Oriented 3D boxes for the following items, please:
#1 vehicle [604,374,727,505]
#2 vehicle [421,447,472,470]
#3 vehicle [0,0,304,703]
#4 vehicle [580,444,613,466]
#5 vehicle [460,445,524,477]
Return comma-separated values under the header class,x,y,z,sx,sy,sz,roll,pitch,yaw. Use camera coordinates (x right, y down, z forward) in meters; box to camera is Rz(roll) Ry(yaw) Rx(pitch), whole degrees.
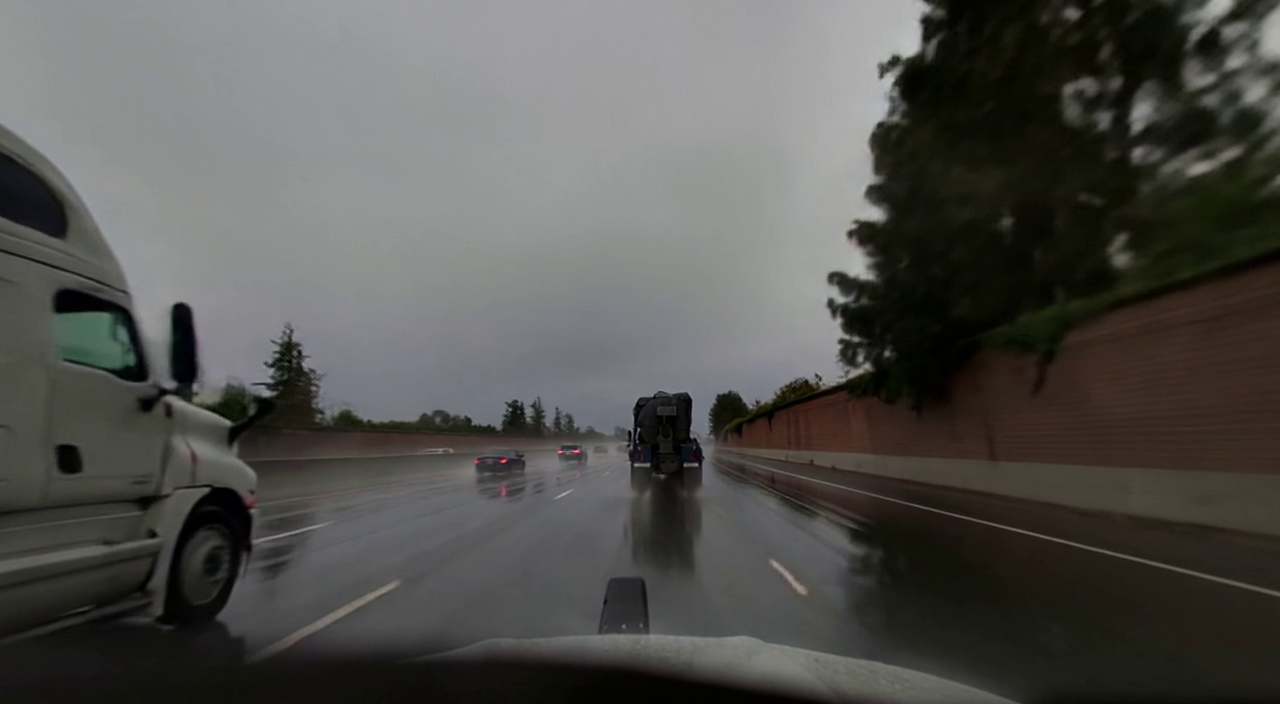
class,x,y,z,sx,sy,sz,roll,pitch,yaw
vehicle,0.362,2.655,19.067,2.798,3.071,8.412,0,-8,-4
vehicle,-12.856,7.086,42.196,1.908,1.473,4.552,0,-8,1
vehicle,-4.199,-0.145,1.813,2.998,3.992,5.800,0,-8,2
vehicle,-3.114,7.540,46.327,1.974,1.475,4.538,0,-8,1
vehicle,-7.389,5.475,32.072,2.006,1.458,4.700,0,-8,2
